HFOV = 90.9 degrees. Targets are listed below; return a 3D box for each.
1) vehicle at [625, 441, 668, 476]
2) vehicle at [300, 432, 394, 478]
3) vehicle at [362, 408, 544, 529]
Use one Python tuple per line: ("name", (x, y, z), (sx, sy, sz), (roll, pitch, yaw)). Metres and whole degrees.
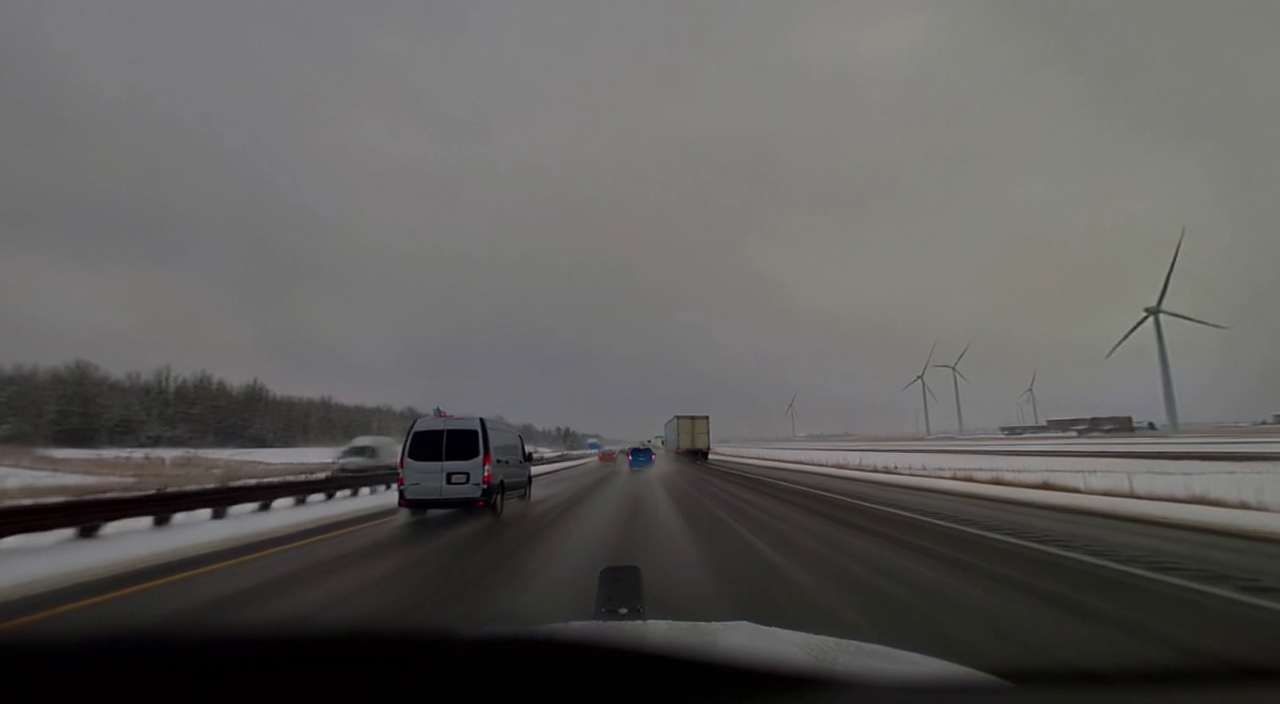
("vehicle", (0.325, 5.495, 32.631), (2.083, 1.689, 4.083), (0, -9, 0))
("vehicle", (-19.019, 6.739, 41.432), (2.615, 2.762, 7.117), (0, -9, 1))
("vehicle", (-3.452, 2.285, 12.822), (2.238, 1.984, 4.650), (0, -9, 0))
